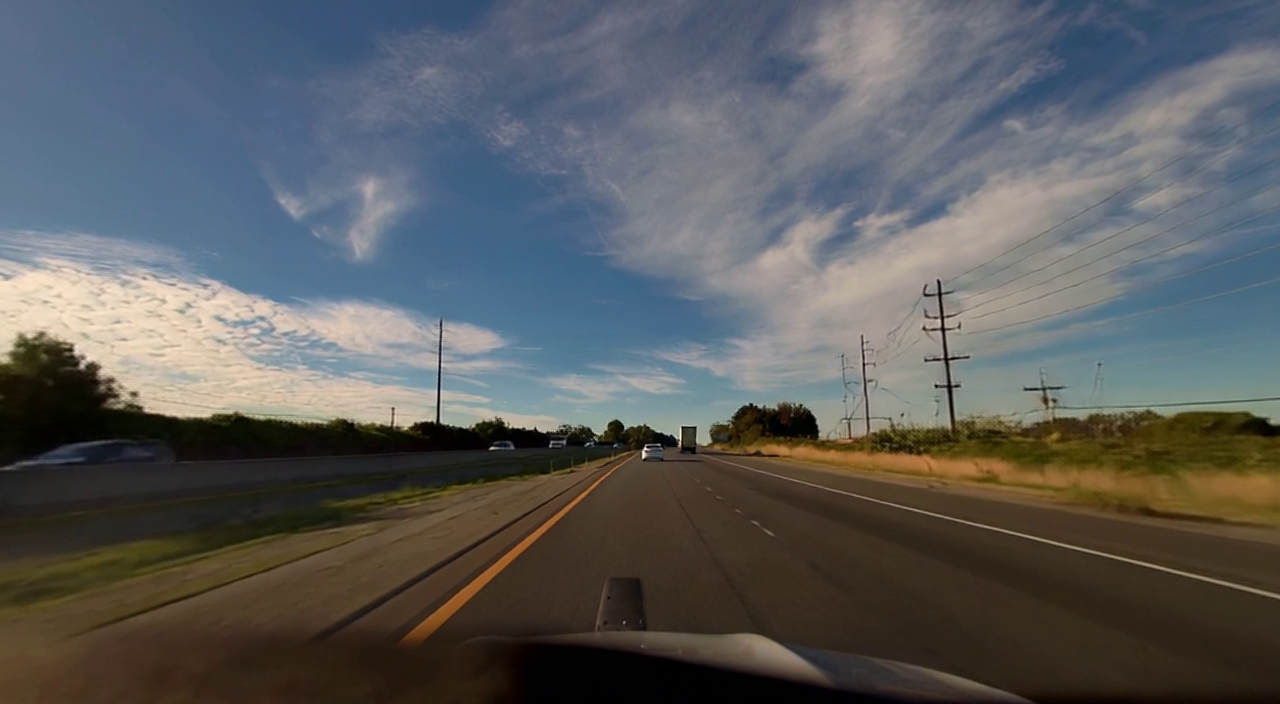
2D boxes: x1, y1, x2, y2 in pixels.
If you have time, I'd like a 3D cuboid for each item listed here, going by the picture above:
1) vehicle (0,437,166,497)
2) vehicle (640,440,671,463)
[{"bbox_3d":[-16.535,3.327,18.642,1.846,1.545,3.972,-1,-8,1],"label":"vehicle"},{"bbox_3d":[1.168,7.337,46.500,2.192,1.556,4.132,-1,-8,2],"label":"vehicle"}]
